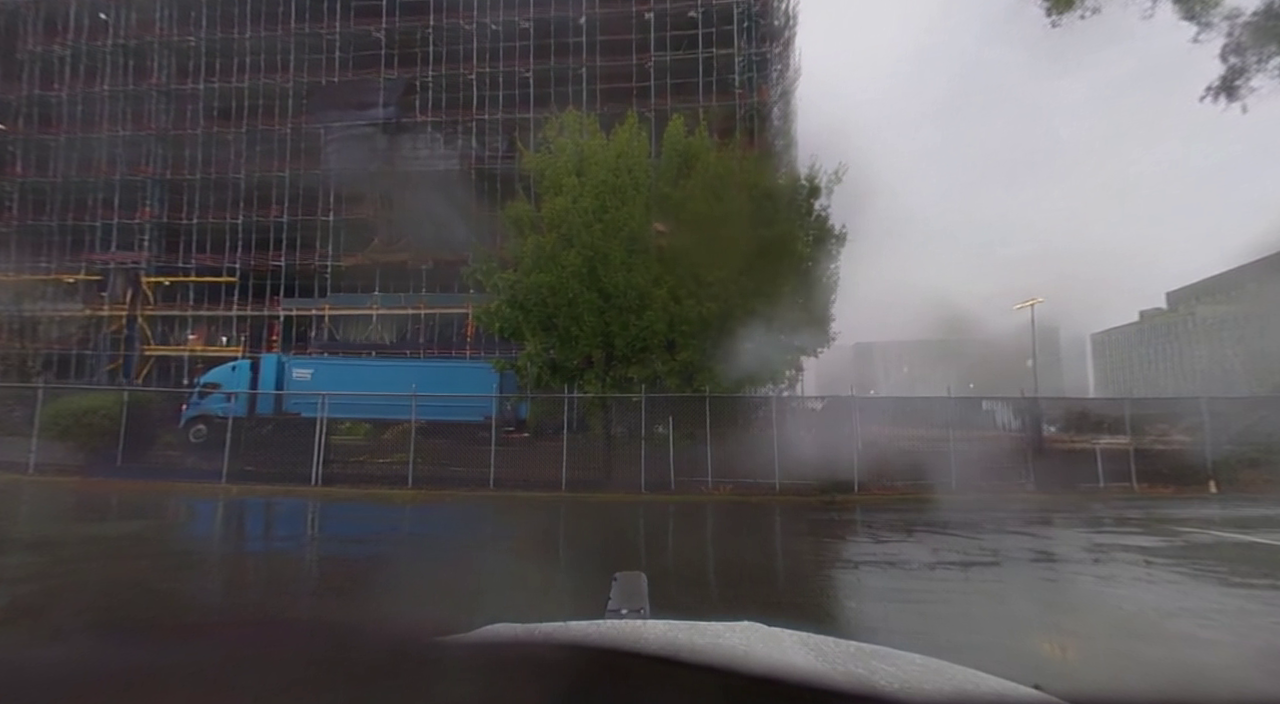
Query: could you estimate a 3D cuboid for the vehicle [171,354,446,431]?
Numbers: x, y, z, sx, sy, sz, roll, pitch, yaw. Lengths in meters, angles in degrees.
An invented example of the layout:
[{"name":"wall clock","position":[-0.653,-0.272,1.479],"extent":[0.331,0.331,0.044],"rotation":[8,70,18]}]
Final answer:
[{"name":"vehicle","position":[-19.199,2.571,37.641],"extent":[14.067,4.099,2.832],"rotation":[2,-8,-10]}]
